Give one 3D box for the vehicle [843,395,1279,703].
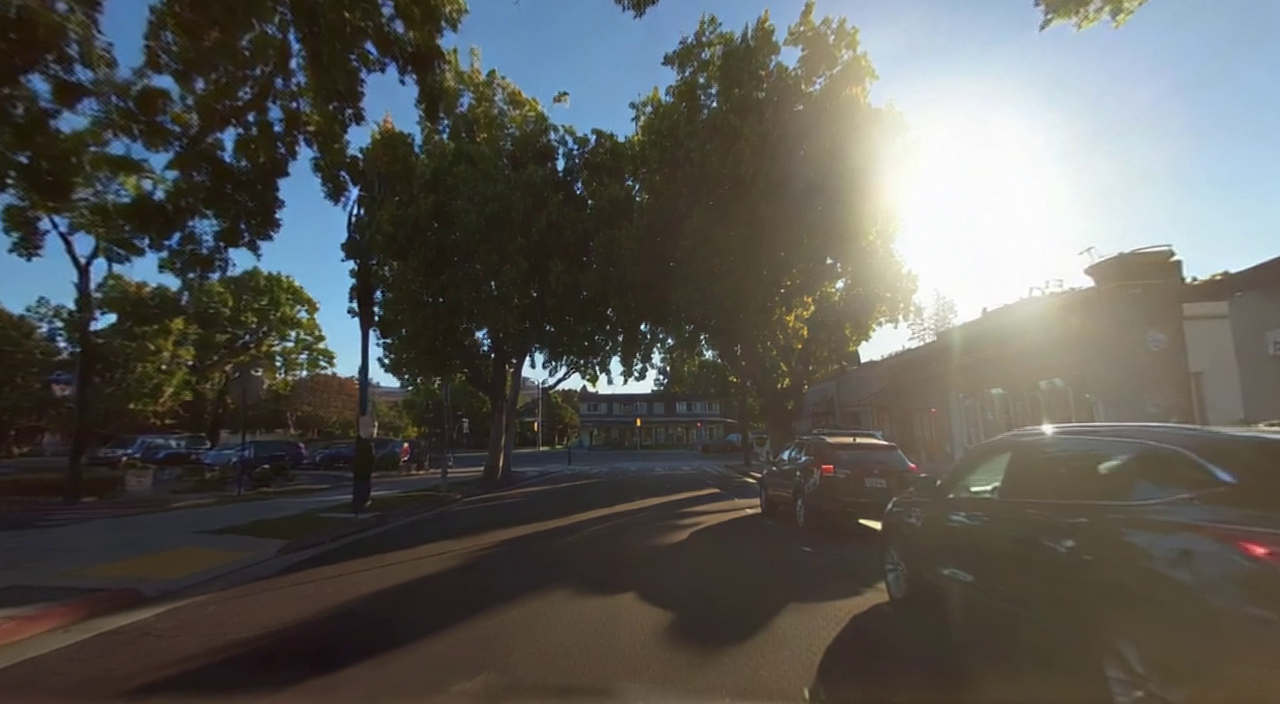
[{"bbox_3d":[3.068,1.202,4.018,2.064,1.532,4.596,0,-8,1],"label":"vehicle"}]
